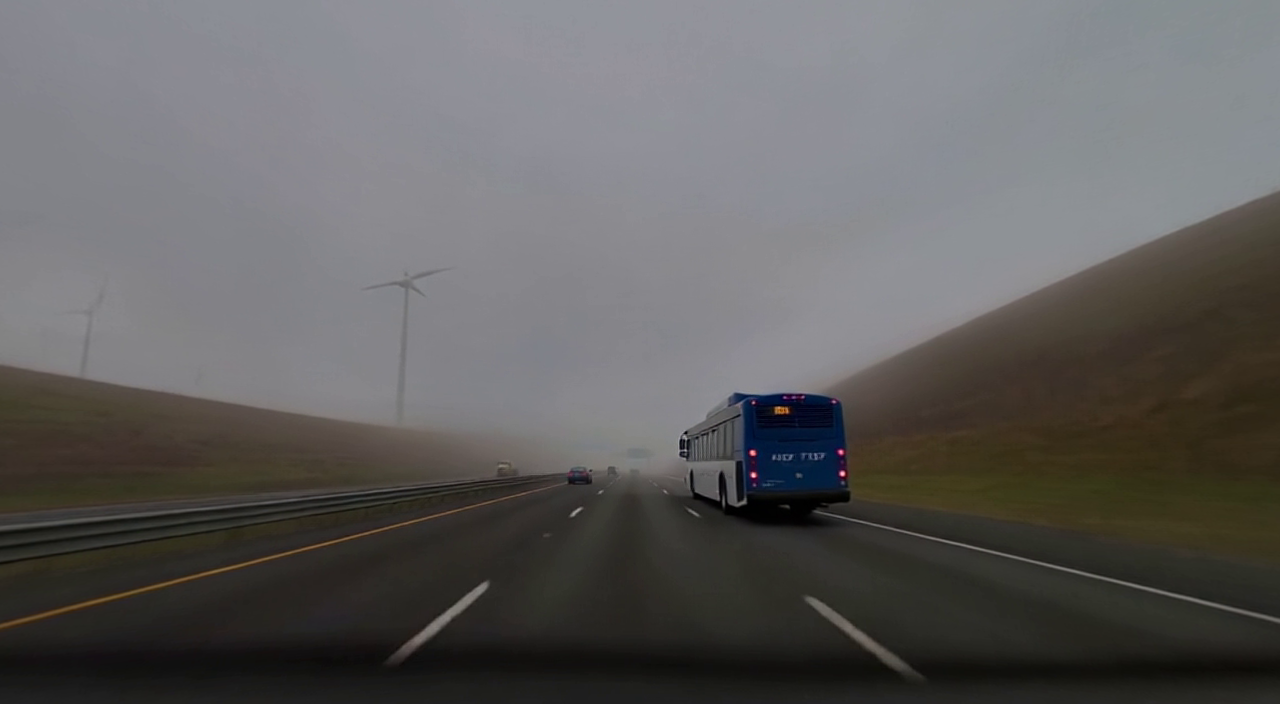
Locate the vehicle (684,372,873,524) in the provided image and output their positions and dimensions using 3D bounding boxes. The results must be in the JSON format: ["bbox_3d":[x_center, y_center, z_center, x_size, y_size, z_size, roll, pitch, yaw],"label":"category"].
[{"bbox_3d":[3.785,3.591,22.256,2.941,3.574,14.463,1,-10,-2],"label":"vehicle"}]

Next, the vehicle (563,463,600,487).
[{"bbox_3d":[-4.035,8.633,44.251,2.213,1.568,4.274,1,-10,-1],"label":"vehicle"}]
